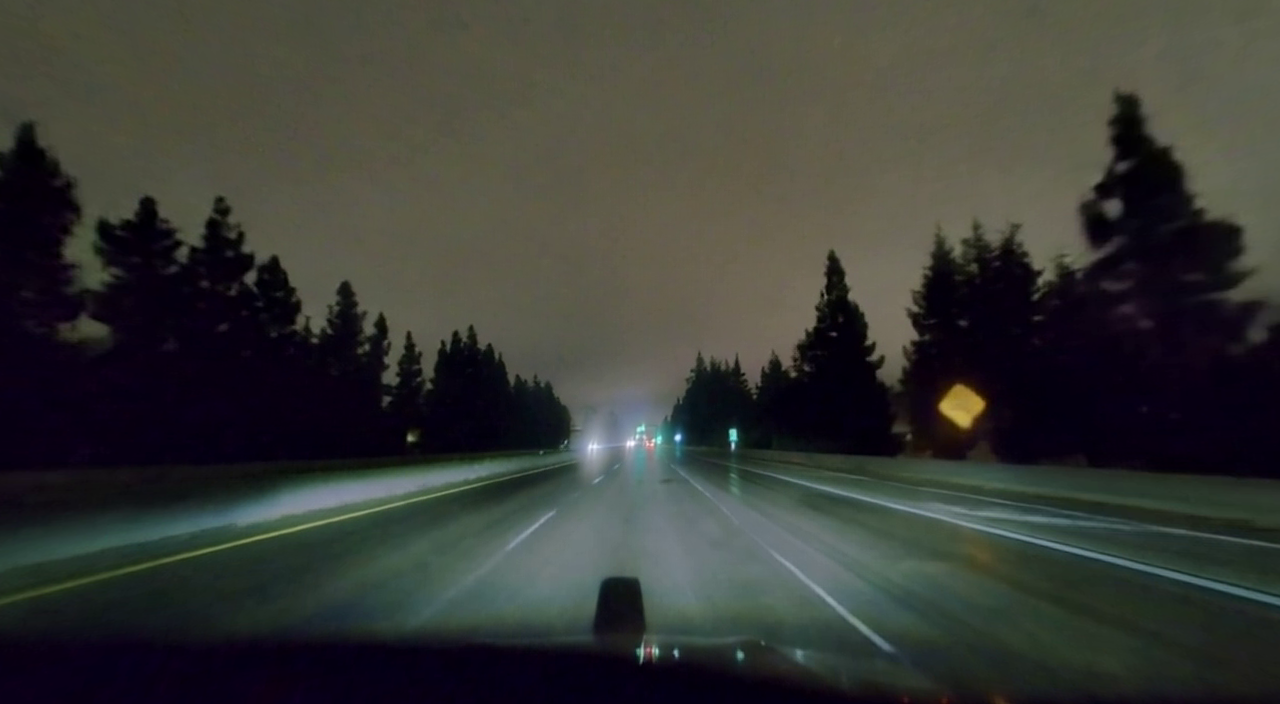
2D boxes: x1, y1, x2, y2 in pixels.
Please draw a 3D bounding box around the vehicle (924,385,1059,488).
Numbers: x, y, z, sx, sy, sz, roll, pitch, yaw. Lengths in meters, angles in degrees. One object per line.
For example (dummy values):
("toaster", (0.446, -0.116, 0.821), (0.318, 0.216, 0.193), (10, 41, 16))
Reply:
("vehicle", (13.666, 3.347, 24.937), (3.229, 3.713, 3.639), (-1, -8, 5))
